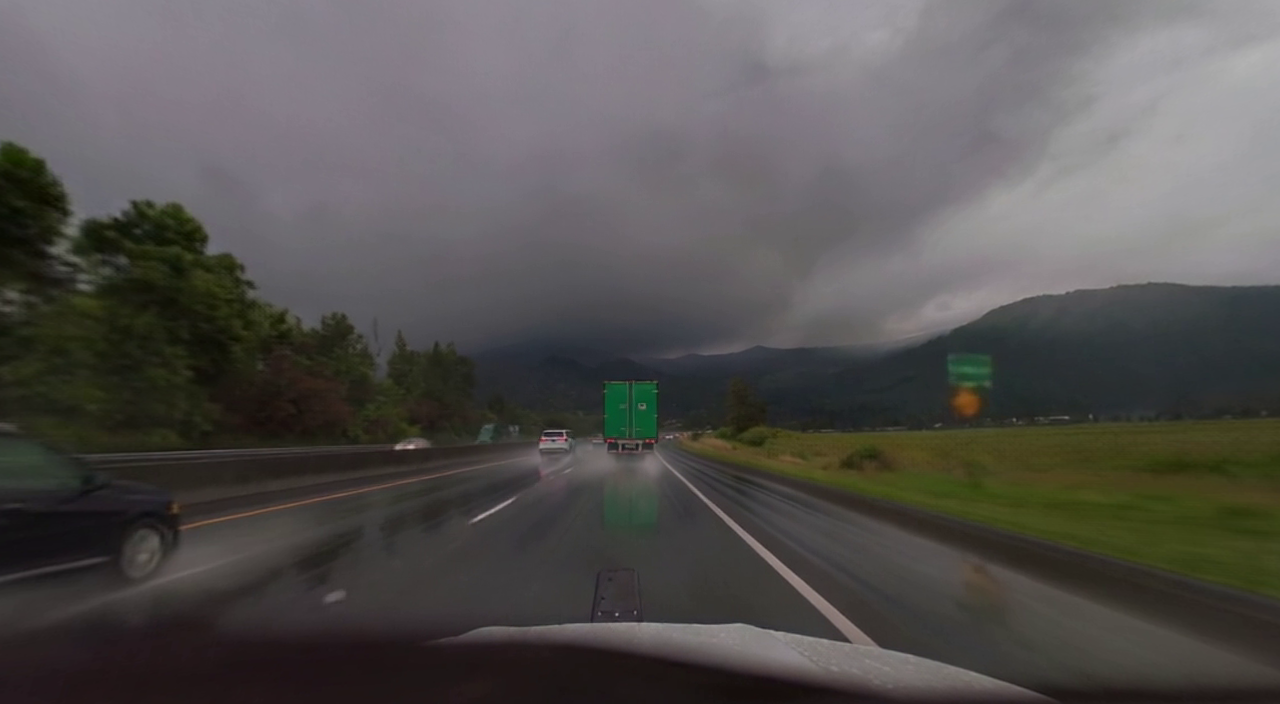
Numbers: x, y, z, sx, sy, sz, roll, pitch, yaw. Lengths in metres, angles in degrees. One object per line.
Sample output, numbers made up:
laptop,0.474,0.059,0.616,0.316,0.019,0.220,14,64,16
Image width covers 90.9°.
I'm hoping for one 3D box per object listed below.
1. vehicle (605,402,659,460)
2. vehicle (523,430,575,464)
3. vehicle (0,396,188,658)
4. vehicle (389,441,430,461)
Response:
vehicle,-0.360,3.469,27.550,2.319,2.461,1.270,0,-8,-1
vehicle,-4.915,5.194,34.690,2.138,1.697,4.587,0,-8,1
vehicle,-4.688,0.958,3.190,1.909,1.520,3.897,0,-8,-1
vehicle,-17.154,7.370,47.045,1.685,1.396,3.565,0,-8,0
